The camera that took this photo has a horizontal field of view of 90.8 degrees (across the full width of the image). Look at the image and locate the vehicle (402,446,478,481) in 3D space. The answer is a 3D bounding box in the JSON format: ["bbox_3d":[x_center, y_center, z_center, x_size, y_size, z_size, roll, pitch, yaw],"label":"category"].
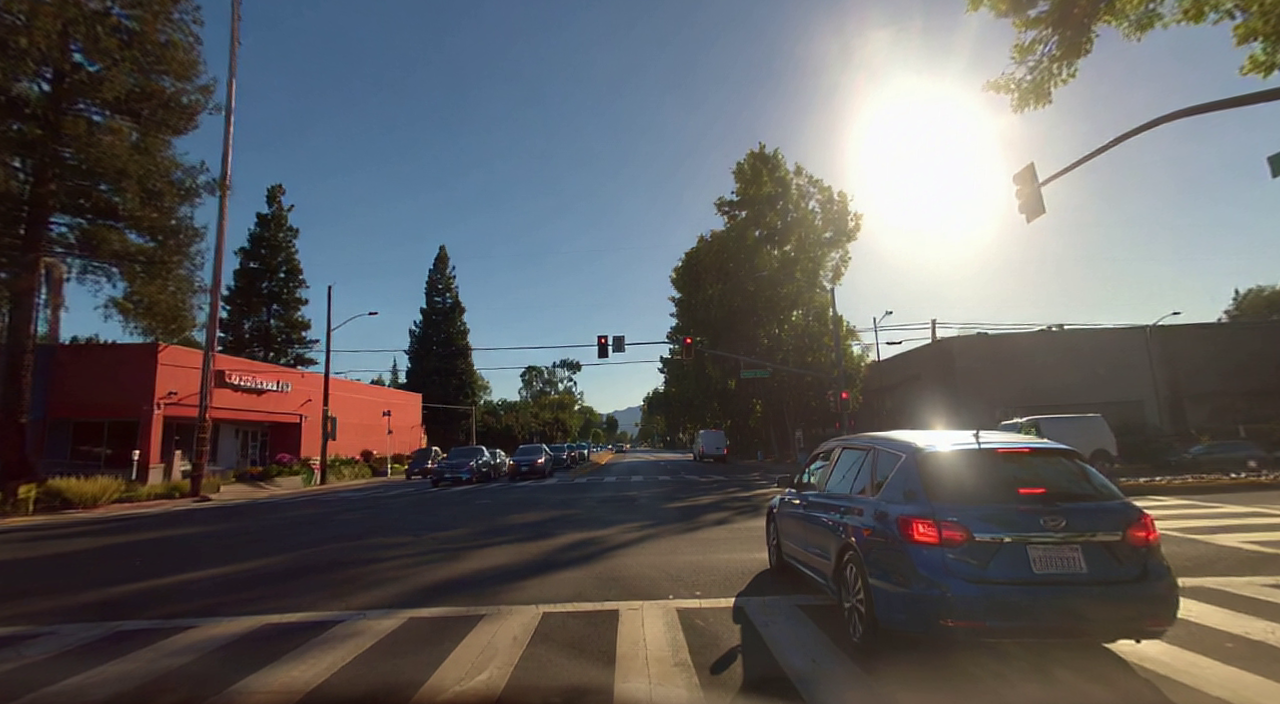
[{"bbox_3d":[-9.010,5.032,28.851,2.024,1.460,4.381,0,-9,0],"label":"vehicle"}]

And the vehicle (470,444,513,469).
[{"bbox_3d":[-9.020,6.376,38.756,1.779,1.460,4.463,0,-9,-3],"label":"vehicle"}]

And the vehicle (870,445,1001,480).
[{"bbox_3d":[13.033,4.880,28.037,4.828,1.453,1.919,0,-9,-3],"label":"vehicle"}]

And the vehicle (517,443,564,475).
[{"bbox_3d":[-4.769,5.166,30.770,1.846,1.416,4.228,0,-9,-4],"label":"vehicle"}]

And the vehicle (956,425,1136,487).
[{"bbox_3d":[14.835,3.762,23.121,5.910,2.046,2.228,3,-9,-19],"label":"vehicle"}]
